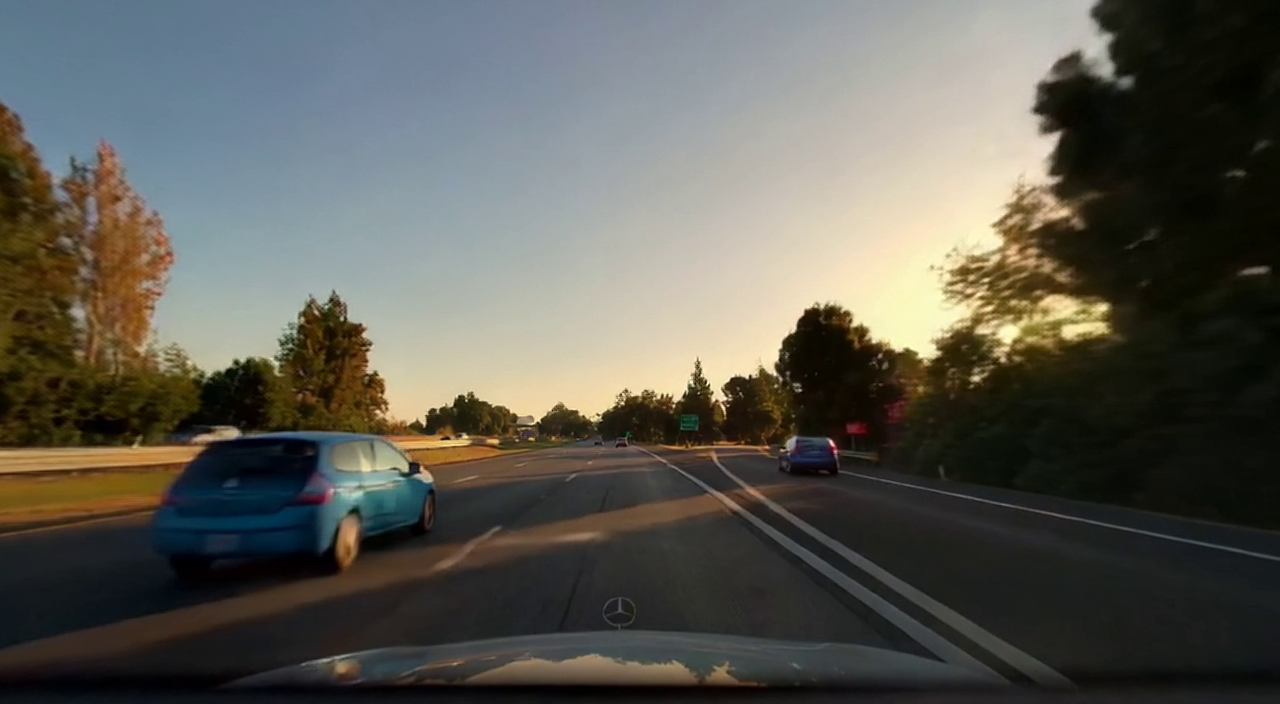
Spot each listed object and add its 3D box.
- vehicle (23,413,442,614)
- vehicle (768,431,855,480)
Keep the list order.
[{"bbox_3d":[-3.858,1.547,7.018,2.008,1.567,3.959,0,-8,0],"label":"vehicle"},{"bbox_3d":[6.257,3.809,23.578,2.084,1.614,4.762,-1,-8,2],"label":"vehicle"}]
